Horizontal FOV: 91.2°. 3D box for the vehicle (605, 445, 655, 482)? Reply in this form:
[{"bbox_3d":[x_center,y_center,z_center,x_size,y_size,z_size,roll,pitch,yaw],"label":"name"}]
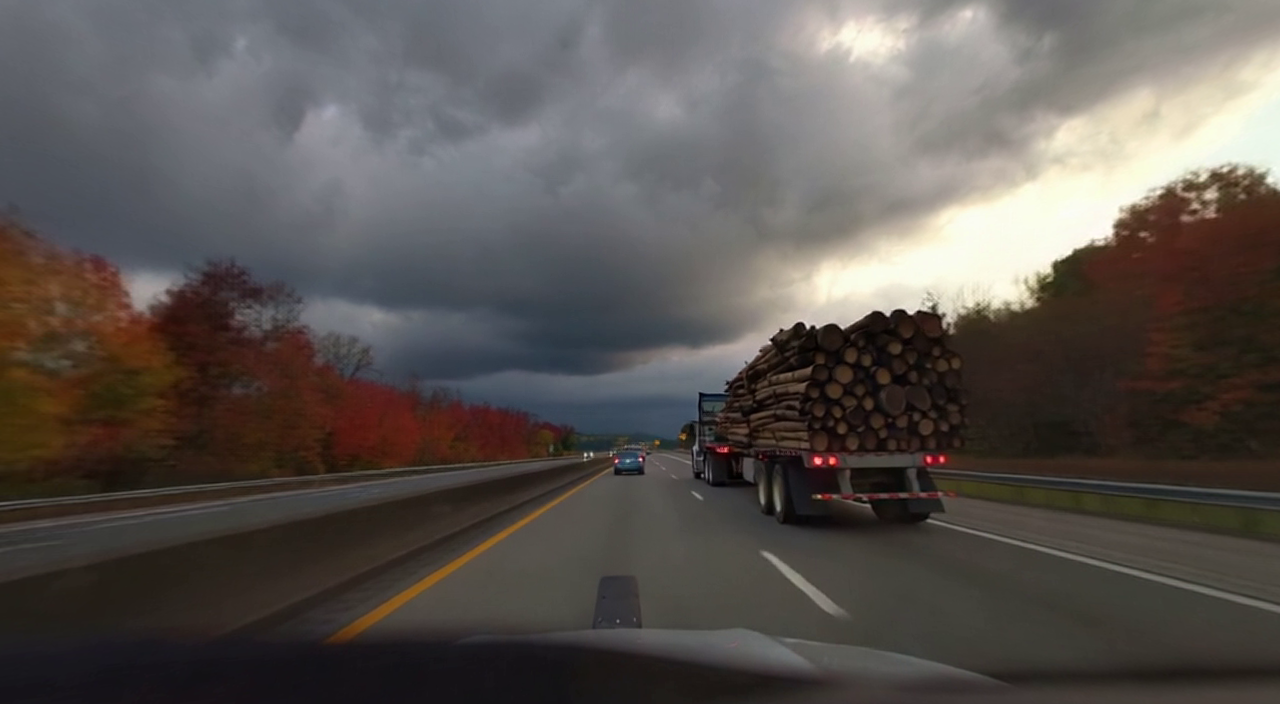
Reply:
[{"bbox_3d":[-0.441,5.000,28.410,2.099,1.506,4.097,-1,-9,0],"label":"vehicle"}]

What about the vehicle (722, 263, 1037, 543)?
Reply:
[{"bbox_3d":[3.847,1.297,12.972,3.004,3.923,8.363,0,-9,-1],"label":"vehicle"}]
